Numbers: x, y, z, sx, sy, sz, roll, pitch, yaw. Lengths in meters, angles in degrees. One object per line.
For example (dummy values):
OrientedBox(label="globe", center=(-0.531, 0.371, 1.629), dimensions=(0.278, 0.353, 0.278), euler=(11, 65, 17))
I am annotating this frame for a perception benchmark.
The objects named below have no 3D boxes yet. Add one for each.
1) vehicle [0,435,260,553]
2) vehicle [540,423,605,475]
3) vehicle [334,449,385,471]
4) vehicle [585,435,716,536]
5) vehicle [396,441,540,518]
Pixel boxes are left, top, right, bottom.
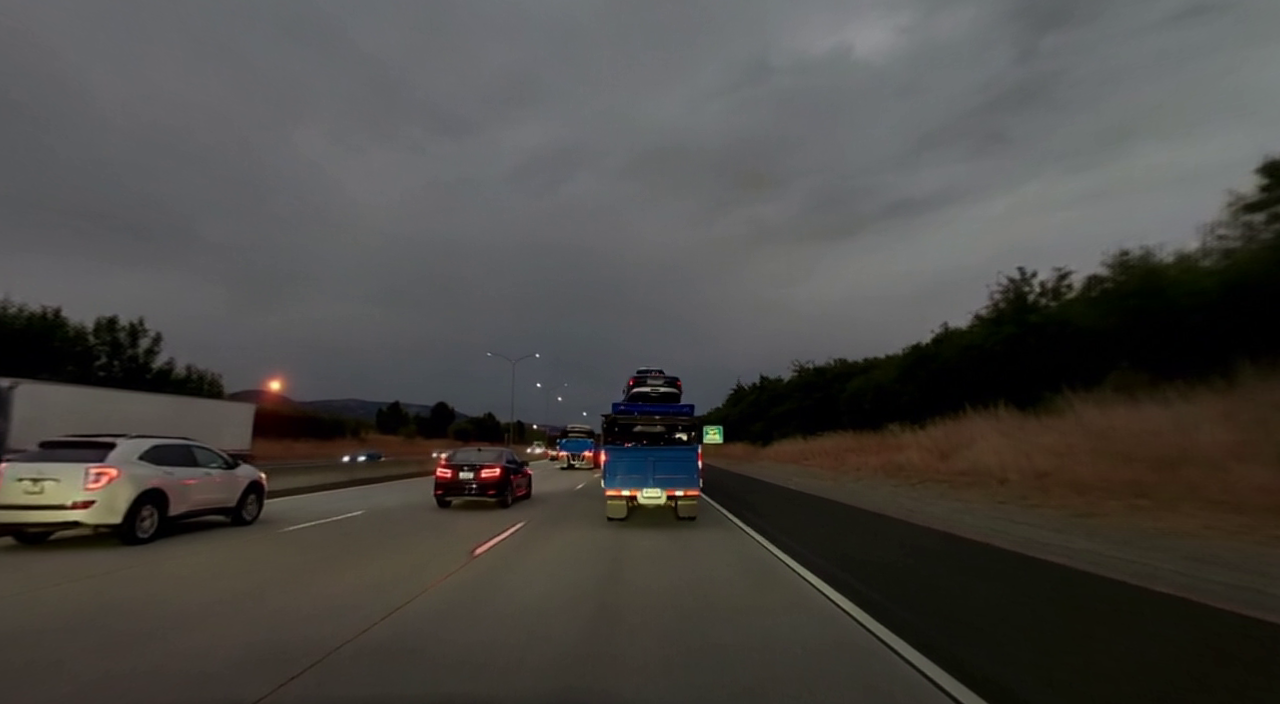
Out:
OrientedBox(label="vehicle", center=(-8.342, 2.158, 10.215), dimensions=(1.888, 1.507, 3.949), euler=(0, -9, 0))
OrientedBox(label="vehicle", center=(-2.302, 3.379, 22.011), dimensions=(2.031, 1.594, 4.103), euler=(1, -9, -5))
OrientedBox(label="vehicle", center=(-19.097, 7.352, 43.087), dimensions=(1.852, 1.424, 3.430), euler=(0, -9, 0))
OrientedBox(label="vehicle", center=(0.162, 2.308, 11.391), dimensions=(1.991, 1.507, 3.391), euler=(0, -9, 0))
OrientedBox(label="vehicle", center=(-3.694, 2.828, 14.523), dimensions=(1.947, 1.470, 4.526), euler=(0, -9, 1))
